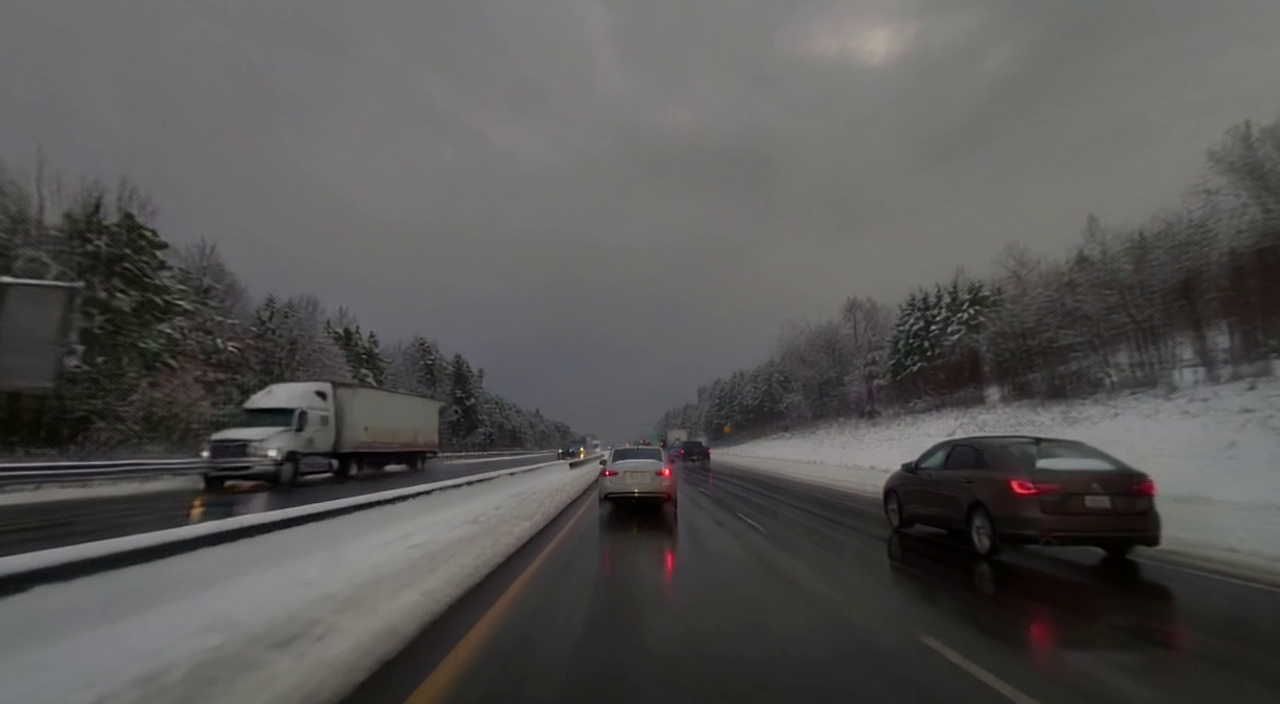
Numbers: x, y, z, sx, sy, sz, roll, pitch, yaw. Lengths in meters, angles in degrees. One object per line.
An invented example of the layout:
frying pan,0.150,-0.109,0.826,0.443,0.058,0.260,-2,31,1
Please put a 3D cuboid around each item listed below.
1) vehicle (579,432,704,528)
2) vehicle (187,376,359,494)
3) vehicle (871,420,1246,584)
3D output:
vehicle,-0.020,2.438,12.454,2.088,1.580,3.657,0,-9,-1
vehicle,-13.764,3.238,24.315,2.937,3.963,5.772,-1,-9,1
vehicle,4.698,1.719,7.982,1.931,1.516,3.995,0,-9,-1
